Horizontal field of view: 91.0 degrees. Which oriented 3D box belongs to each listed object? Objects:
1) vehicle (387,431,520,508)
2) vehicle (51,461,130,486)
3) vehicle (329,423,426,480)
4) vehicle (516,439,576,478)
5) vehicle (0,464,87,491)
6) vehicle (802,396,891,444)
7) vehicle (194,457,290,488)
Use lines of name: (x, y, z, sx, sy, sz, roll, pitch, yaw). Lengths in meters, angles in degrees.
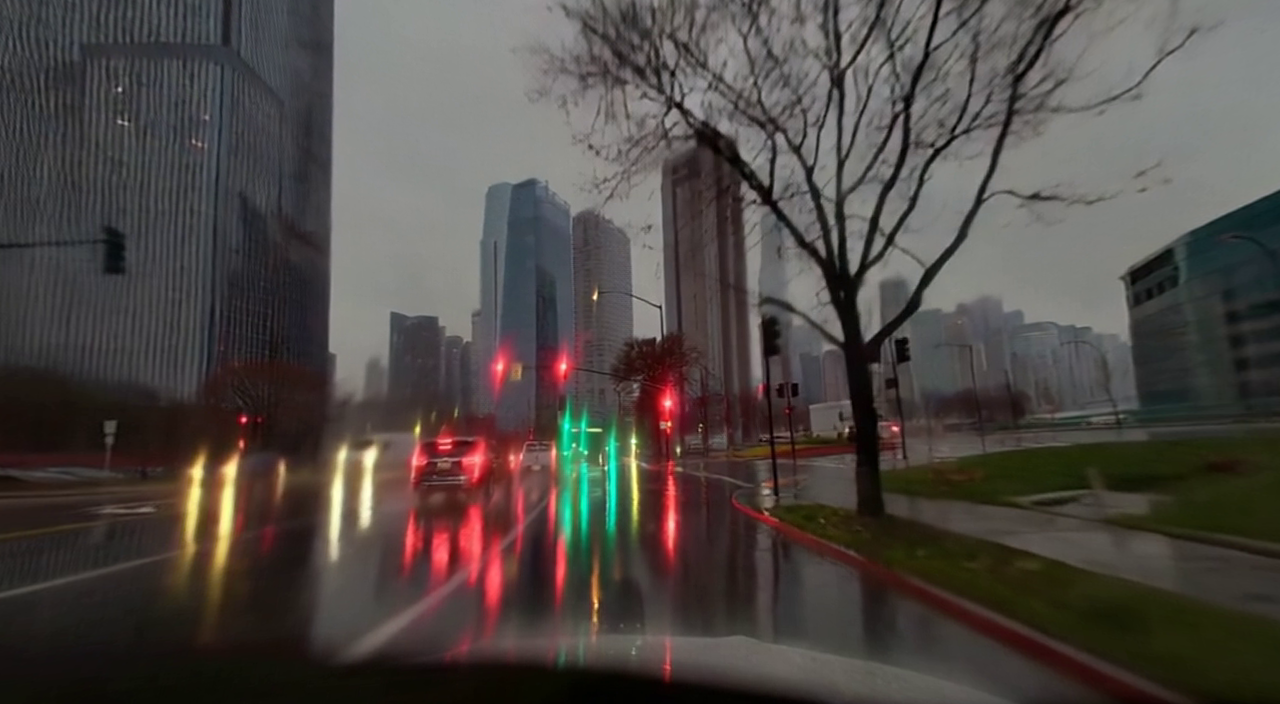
vehicle: (-4.741, 3.064, 16.831, 2.169, 1.741, 4.588, 0, -9, -1)
vehicle: (-39.617, 8.751, 45.429, 4.004, 1.503, 1.782, -2, -9, 0)
vehicle: (-18.286, 7.019, 44.595, 3.394, 3.584, 8.313, 0, -9, -1)
vehicle: (-4.820, 5.560, 33.136, 2.384, 1.849, 5.009, 0, -9, 0)
vehicle: (-39.300, 8.135, 40.842, 4.760, 1.526, 2.108, -1, -8, -3)
vehicle: (14.083, 4.789, 43.377, 4.005, 2.827, 4.538, 4, -10, -12)
vehicle: (-23.349, 7.050, 37.179, 2.103, 1.590, 4.613, -2, -9, 12)
